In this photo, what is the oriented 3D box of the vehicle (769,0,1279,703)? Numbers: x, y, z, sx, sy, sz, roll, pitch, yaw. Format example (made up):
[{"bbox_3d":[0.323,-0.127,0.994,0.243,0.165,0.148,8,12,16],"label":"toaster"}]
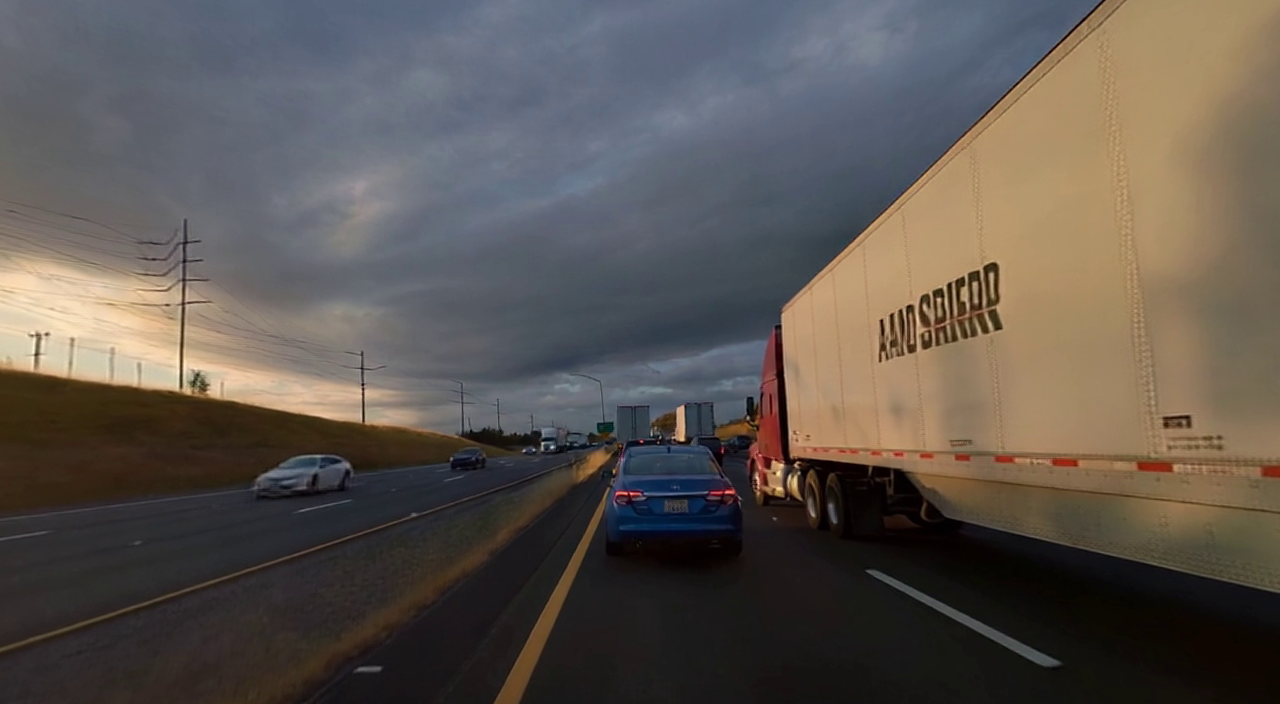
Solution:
[{"bbox_3d":[4.115,-0.079,4.210,3.138,4.065,14.276,0,-8,-1],"label":"vehicle"}]

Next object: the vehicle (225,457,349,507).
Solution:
[{"bbox_3d":[-12.231,4.503,22.220,1.853,1.445,4.478,0,-8,-1],"label":"vehicle"}]

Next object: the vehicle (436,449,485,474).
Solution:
[{"bbox_3d":[-11.941,7.308,42.218,1.914,1.478,4.597,-1,-8,1],"label":"vehicle"}]

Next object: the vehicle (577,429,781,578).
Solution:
[{"bbox_3d":[0.331,1.778,8.172,2.045,1.446,3.597,0,-8,-2],"label":"vehicle"}]
